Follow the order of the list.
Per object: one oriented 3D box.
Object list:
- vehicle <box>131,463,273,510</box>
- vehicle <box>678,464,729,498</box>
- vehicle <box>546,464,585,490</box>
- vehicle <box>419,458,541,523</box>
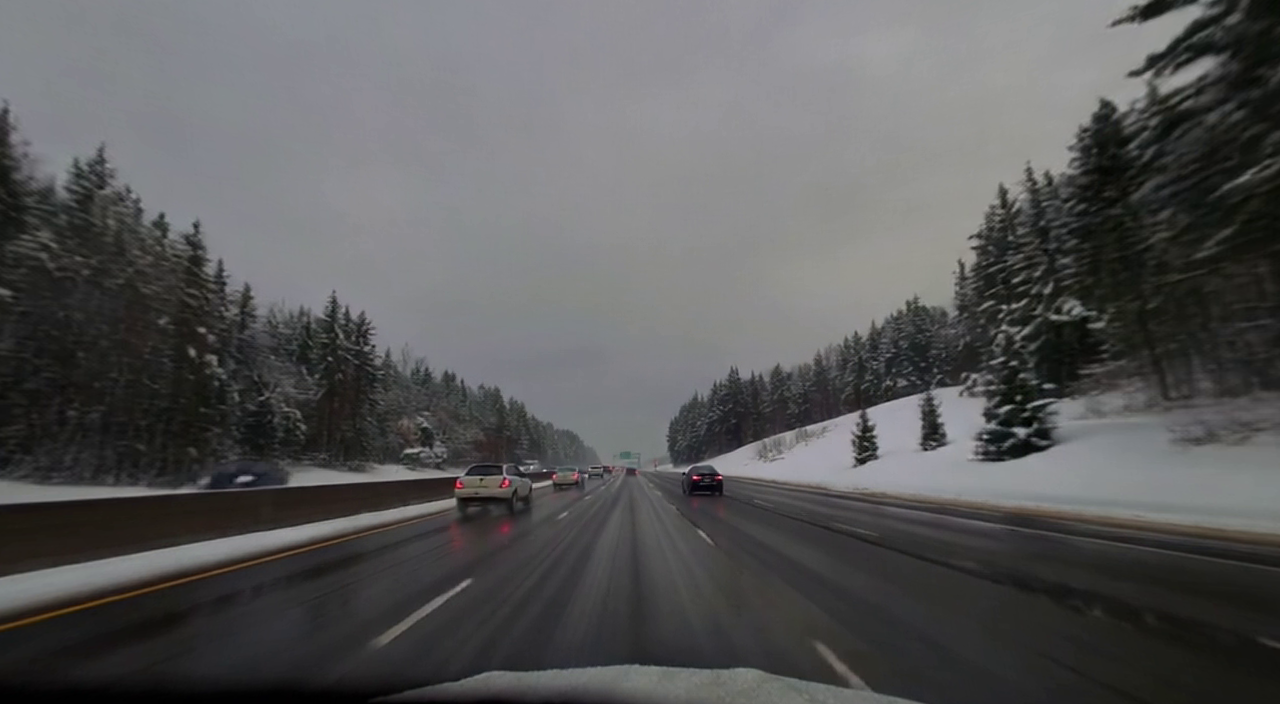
[{"bbox_3d":[-16.513,5.074,24.146,2.005,1.580,4.764,1,-11,-1],"label":"vehicle"},{"bbox_3d":[3.017,6.289,30.918,1.981,1.516,4.109,1,-11,-1],"label":"vehicle"},{"bbox_3d":[-4.532,7.668,38.896,2.000,1.484,3.995,1,-11,-1],"label":"vehicle"},{"bbox_3d":[-4.058,3.637,16.933,2.004,1.468,4.812,1,-11,0],"label":"vehicle"}]
